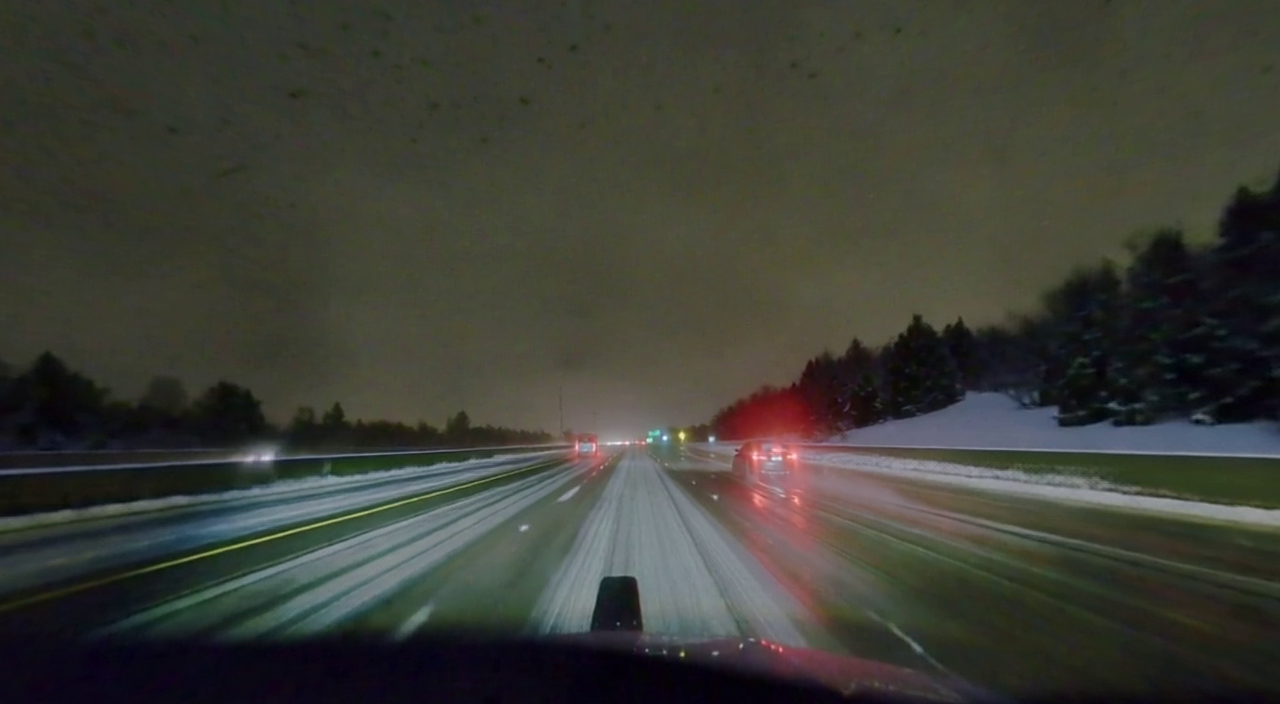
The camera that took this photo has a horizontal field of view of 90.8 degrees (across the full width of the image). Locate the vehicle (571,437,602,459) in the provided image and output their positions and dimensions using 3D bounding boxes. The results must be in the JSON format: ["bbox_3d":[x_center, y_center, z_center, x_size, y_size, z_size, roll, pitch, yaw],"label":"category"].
[{"bbox_3d":[-4.109,7.490,49.343,2.048,1.618,4.424,0,-8,0],"label":"vehicle"}]

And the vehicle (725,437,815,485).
[{"bbox_3d":[4.380,3.745,22.083,2.060,1.485,4.274,0,-9,-2],"label":"vehicle"}]
